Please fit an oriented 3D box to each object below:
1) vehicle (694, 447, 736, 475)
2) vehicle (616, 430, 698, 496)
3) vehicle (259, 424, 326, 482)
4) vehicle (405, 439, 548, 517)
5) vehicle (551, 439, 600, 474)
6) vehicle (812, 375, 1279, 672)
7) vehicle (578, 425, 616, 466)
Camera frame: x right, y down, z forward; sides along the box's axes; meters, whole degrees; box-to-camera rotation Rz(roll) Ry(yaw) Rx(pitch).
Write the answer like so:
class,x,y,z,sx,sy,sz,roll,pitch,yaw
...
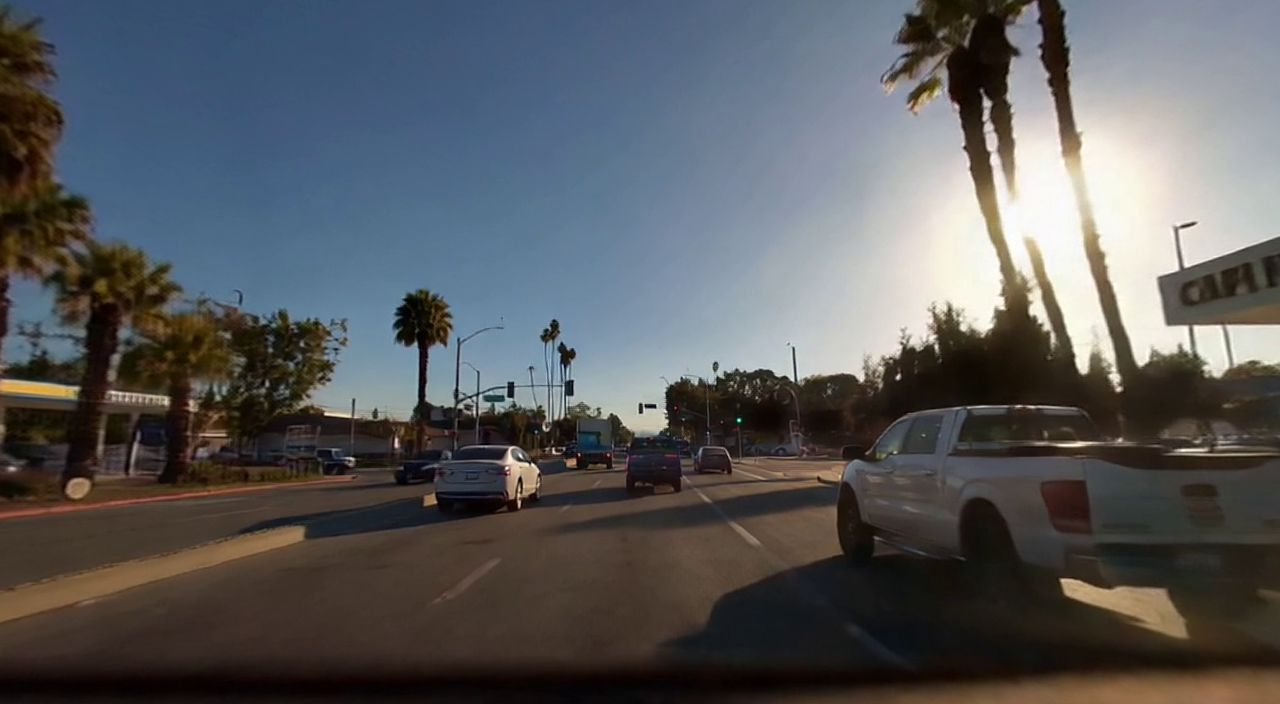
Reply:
class,x,y,z,sx,sy,sz,roll,pitch,yaw
vehicle,4.117,6.051,35.082,1.901,1.401,3.965,0,-8,1
vehicle,0.478,3.530,20.403,2.295,1.835,5.471,0,-8,0
vehicle,-18.438,5.316,33.238,2.109,2.870,3.441,8,-11,-43
vehicle,-3.554,2.826,14.712,1.983,1.502,4.720,0,-8,2
vehicle,-3.452,5.713,34.637,2.071,1.811,4.605,0,-8,2
vehicle,3.672,1.453,6.706,2.120,1.828,5.531,0,-8,0
vehicle,-3.114,6.978,46.767,2.393,2.865,5.466,0,-8,0
